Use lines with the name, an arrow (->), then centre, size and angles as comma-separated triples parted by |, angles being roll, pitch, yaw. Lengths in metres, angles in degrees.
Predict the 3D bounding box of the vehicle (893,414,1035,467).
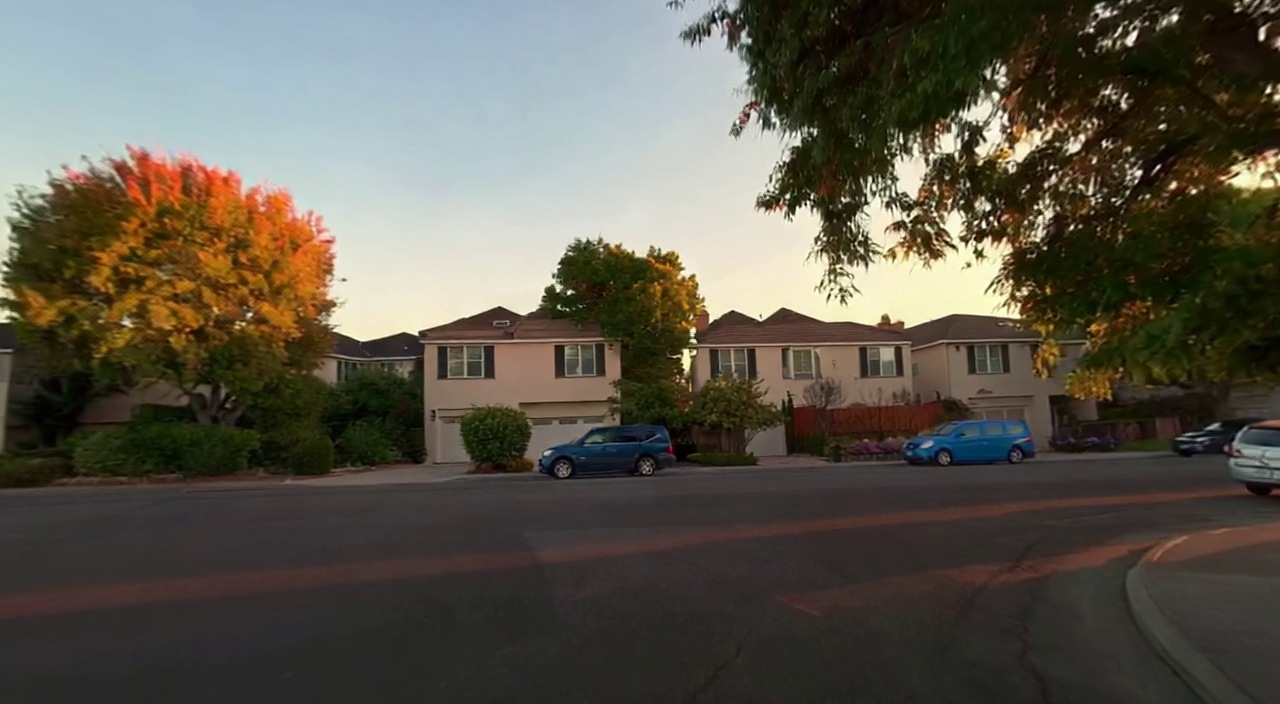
vehicle -> 10.059, 2.750, 19.690 | 3.513, 1.507, 1.798 | 2, -6, -8

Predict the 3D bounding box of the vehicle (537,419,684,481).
vehicle -> -0.853, 2.723, 17.594 | 3.746, 1.518, 1.845 | 3, -5, -15
